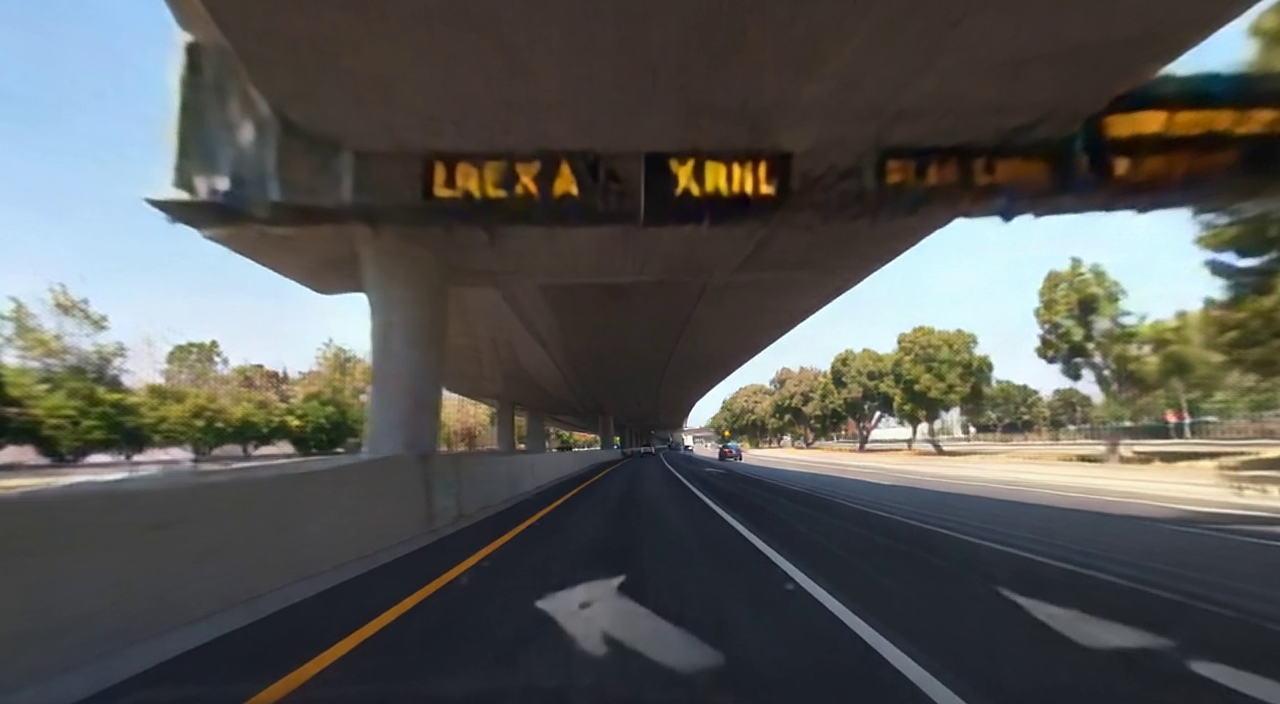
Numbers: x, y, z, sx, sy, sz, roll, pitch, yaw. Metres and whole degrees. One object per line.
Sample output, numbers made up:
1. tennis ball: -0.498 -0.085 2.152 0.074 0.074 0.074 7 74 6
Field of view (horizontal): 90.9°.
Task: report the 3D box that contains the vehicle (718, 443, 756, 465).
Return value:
1. vehicle: 6.890 7.336 45.358 2.025 1.484 4.208 -1 -9 0
